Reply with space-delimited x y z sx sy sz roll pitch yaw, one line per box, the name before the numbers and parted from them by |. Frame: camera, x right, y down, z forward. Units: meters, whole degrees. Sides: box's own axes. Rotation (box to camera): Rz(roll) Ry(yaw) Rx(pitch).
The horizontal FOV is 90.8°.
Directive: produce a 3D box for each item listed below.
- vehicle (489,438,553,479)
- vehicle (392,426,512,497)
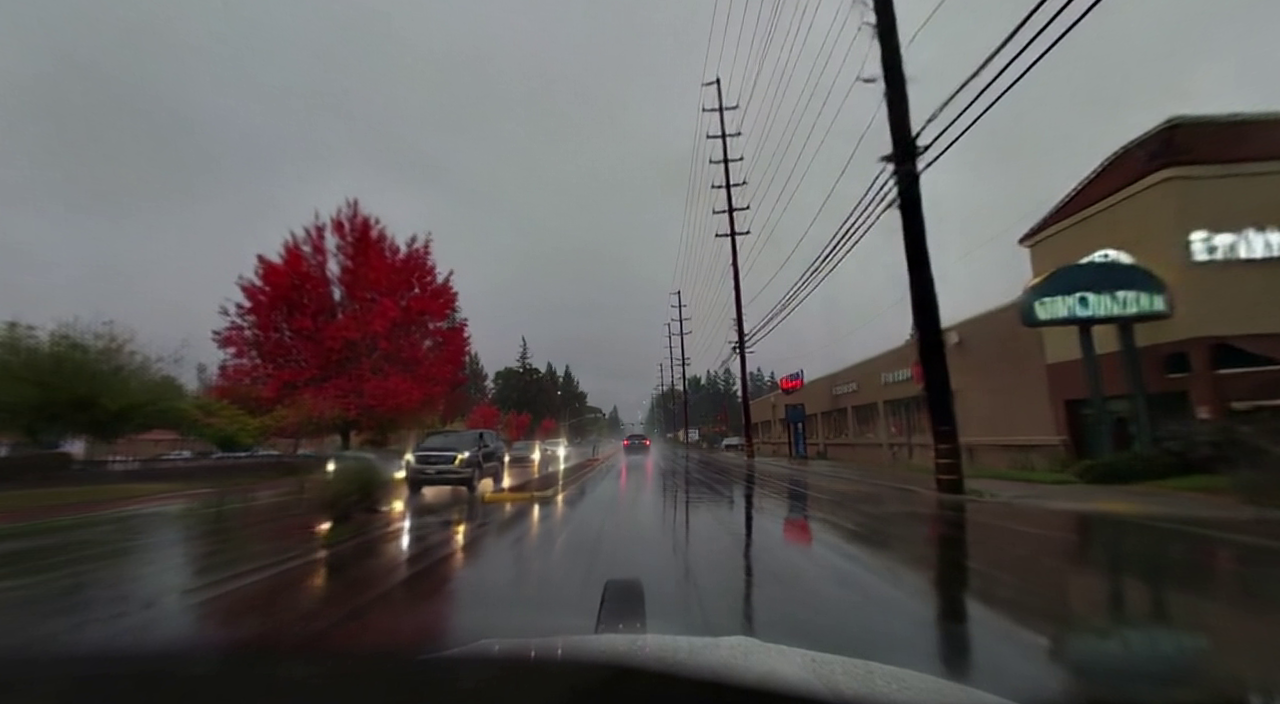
vehicle | -5.135 4.614 27.773 1.909 1.524 4.614 -2 -8 0
vehicle | -5.623 3.332 19.677 2.278 1.828 4.970 -2 -8 -1
